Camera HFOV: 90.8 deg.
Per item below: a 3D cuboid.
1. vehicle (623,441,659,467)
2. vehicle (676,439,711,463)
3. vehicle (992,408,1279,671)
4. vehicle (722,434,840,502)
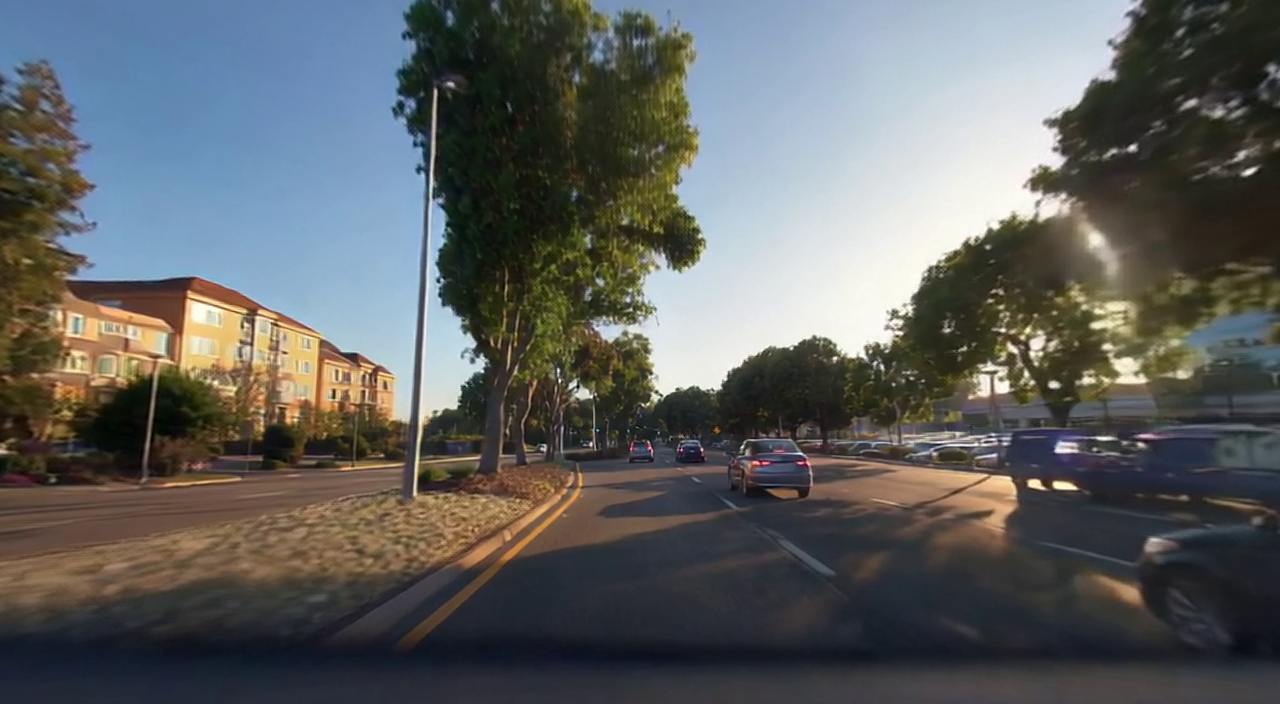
[{"bbox_3d":[0.021,6.202,38.448,2.095,1.456,3.873,0,-9,-1],"label":"vehicle"},{"bbox_3d":[3.750,7.126,45.354,2.041,1.611,4.426,0,-9,-1],"label":"vehicle"},{"bbox_3d":[4.740,1.129,3.994,2.098,1.507,4.655,0,-9,-4],"label":"vehicle"},{"bbox_3d":[3.522,3.003,16.781,1.953,1.514,4.672,0,-9,-1],"label":"vehicle"}]
